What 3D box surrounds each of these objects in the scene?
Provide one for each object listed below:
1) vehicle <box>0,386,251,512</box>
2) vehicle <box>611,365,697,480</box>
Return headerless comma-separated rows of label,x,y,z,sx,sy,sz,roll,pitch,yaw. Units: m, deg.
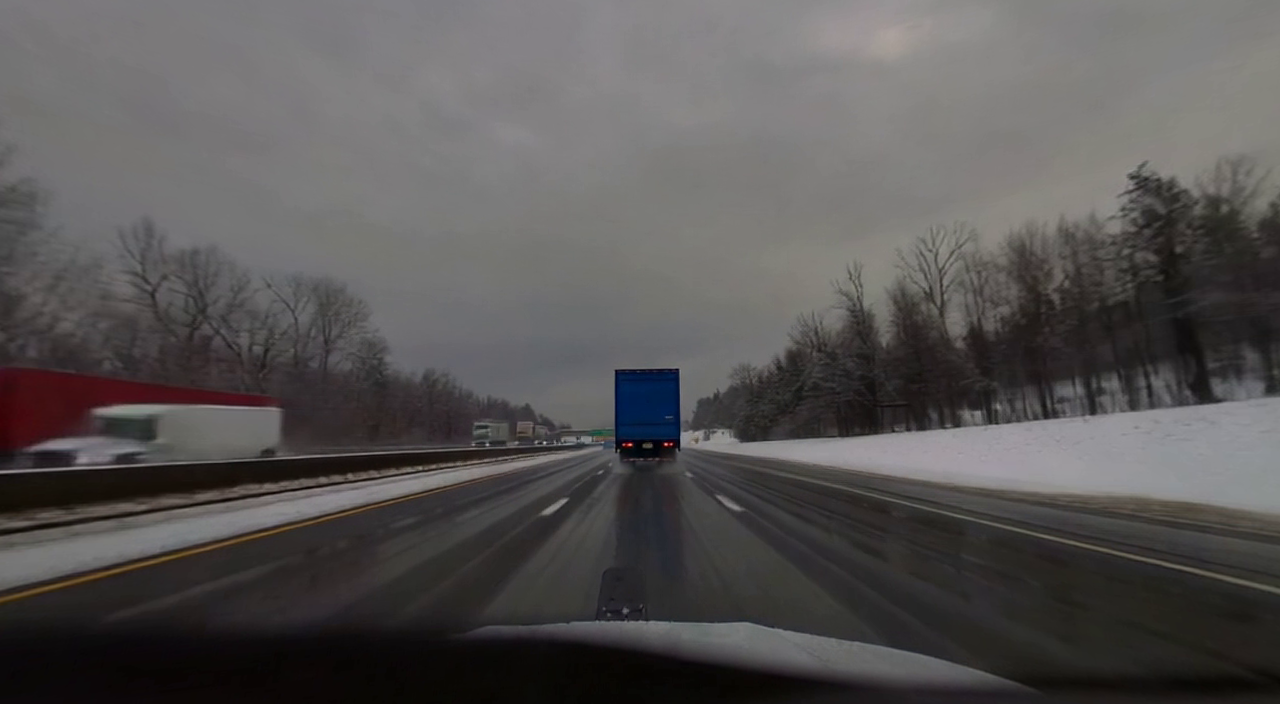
vehicle,-13.329,2.434,16.054,2.293,2.516,6.817,0,-8,0
vehicle,0.563,3.233,27.426,3.010,4.039,10.481,0,-8,1
